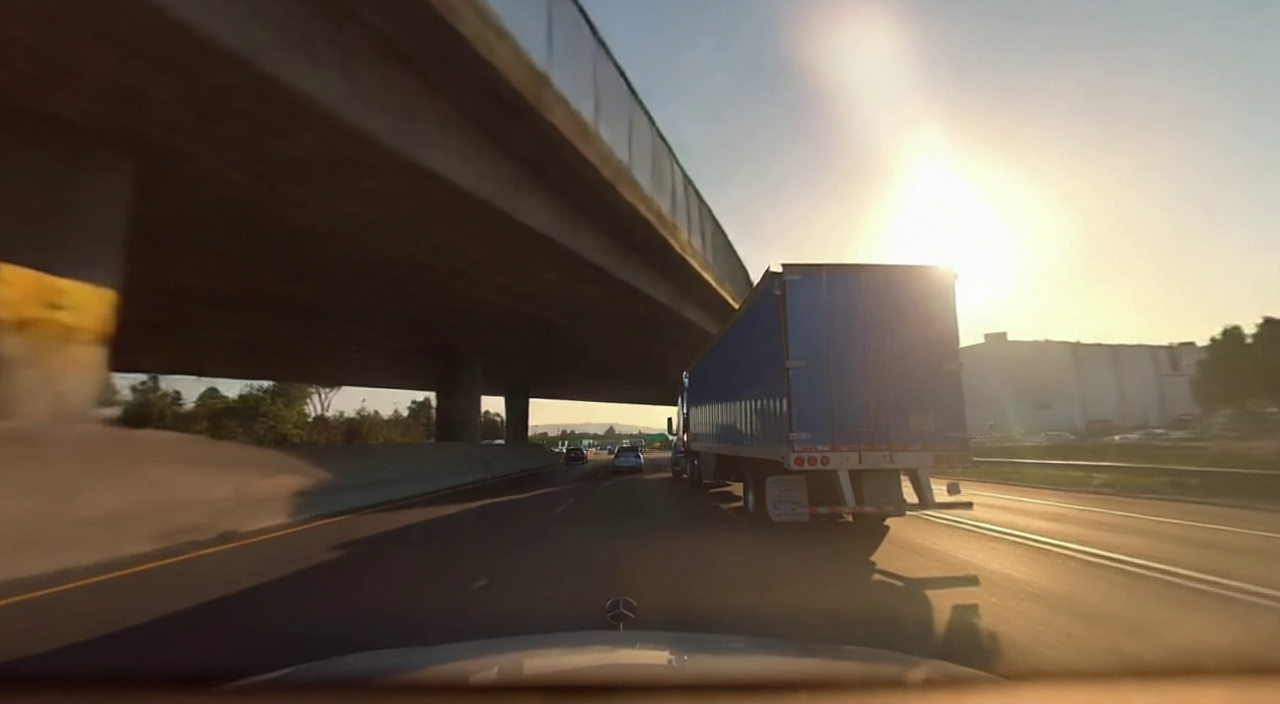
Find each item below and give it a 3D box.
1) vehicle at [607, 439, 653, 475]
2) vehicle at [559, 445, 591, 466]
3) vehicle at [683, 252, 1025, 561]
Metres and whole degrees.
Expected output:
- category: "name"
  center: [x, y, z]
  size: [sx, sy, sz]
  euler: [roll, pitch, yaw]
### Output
- category: "vehicle"
  center: [-0.493, 5.371, 32.518]
  size: [2.191, 1.685, 4.015]
  euler: [0, -9, 0]
- category: "vehicle"
  center: [-4.862, 7.823, 47.727]
  size: [1.995, 1.491, 4.317]
  euler: [0, -9, -1]
- category: "vehicle"
  center: [3.342, 1.870, 16.372]
  size: [2.996, 4.123, 15.965]
  euler: [0, -9, -1]
